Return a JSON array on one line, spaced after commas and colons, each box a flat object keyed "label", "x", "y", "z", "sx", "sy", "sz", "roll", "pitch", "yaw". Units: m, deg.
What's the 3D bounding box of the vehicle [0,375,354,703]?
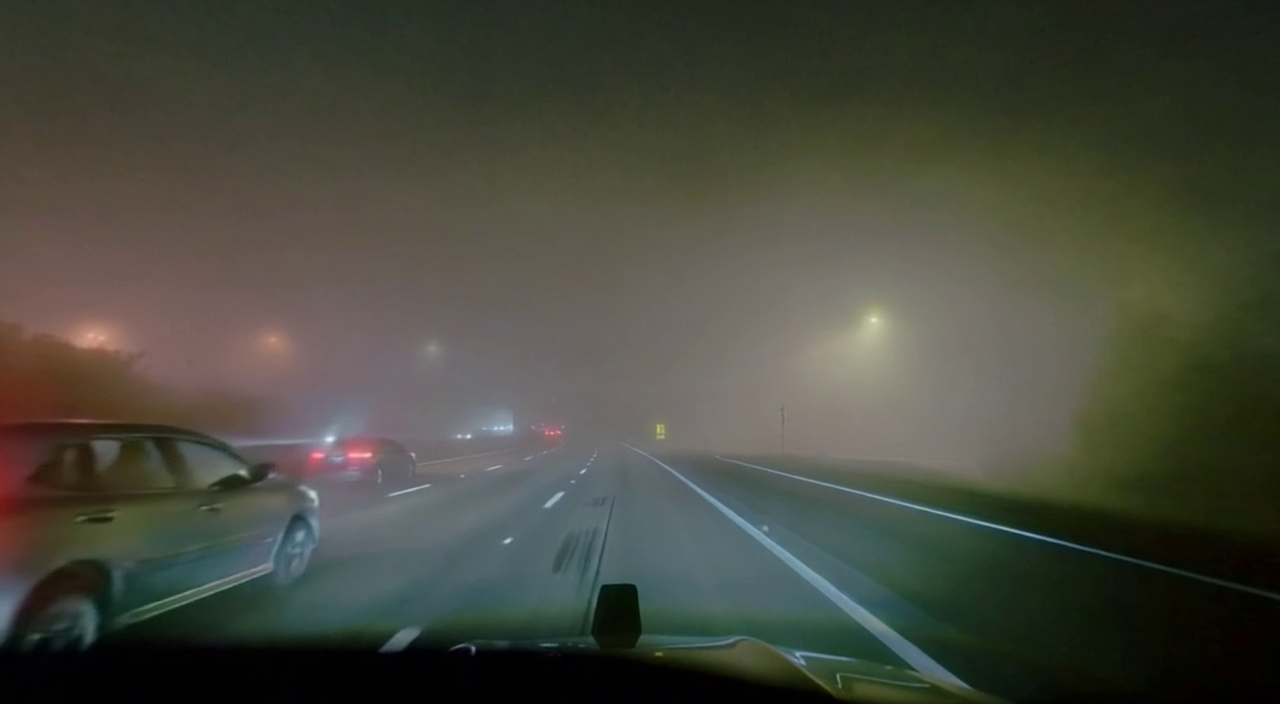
[{"label": "vehicle", "x": -3.977, "y": 1.062, "z": 3.940, "sx": 2.123, "sy": 1.601, "sz": 4.887, "roll": 0, "pitch": -8, "yaw": -1}]
